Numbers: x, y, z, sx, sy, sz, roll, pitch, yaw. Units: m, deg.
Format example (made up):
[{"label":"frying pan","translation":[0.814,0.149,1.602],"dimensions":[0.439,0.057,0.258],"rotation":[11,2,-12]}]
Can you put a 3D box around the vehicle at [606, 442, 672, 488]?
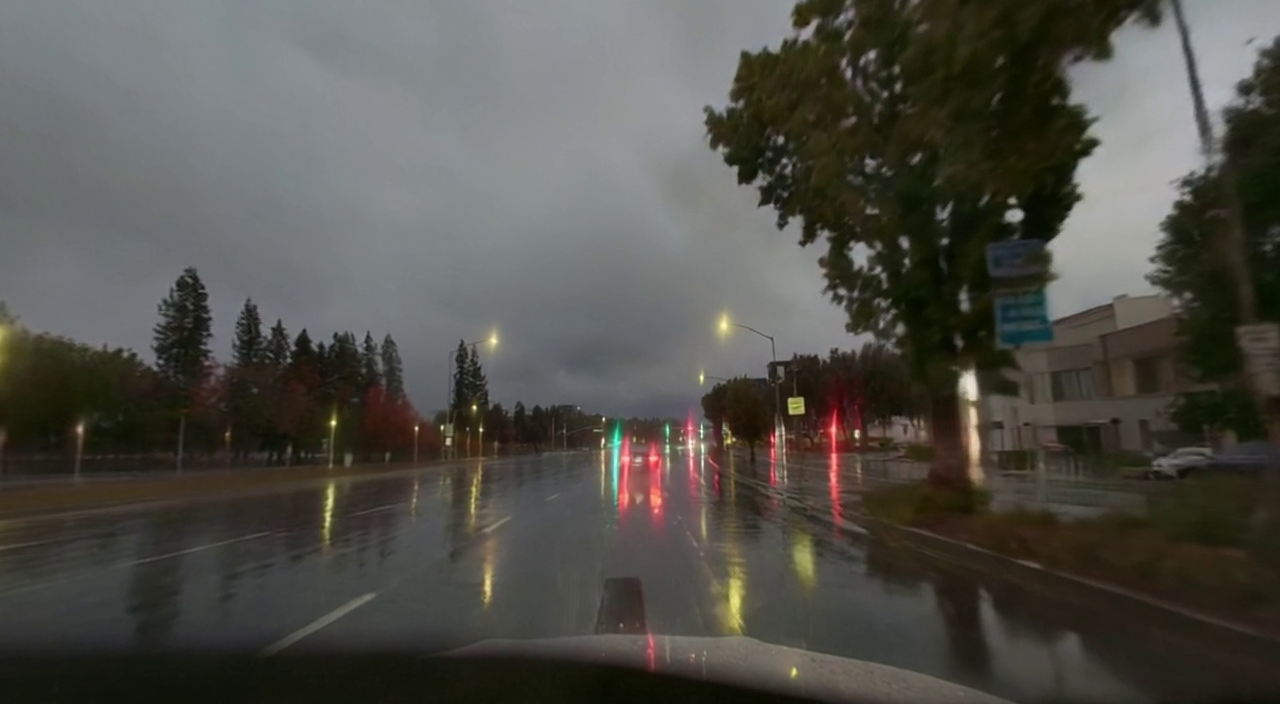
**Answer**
[{"label":"vehicle","translation":[0.019,4.026,22.818],"dimensions":[2.133,1.481,4.276],"rotation":[-1,-9,1]}]

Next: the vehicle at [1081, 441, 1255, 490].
[{"label":"vehicle","translation":[17.456,3.767,21.288],"dimensions":[1.857,1.441,4.721],"rotation":[0,-9,1]}]
